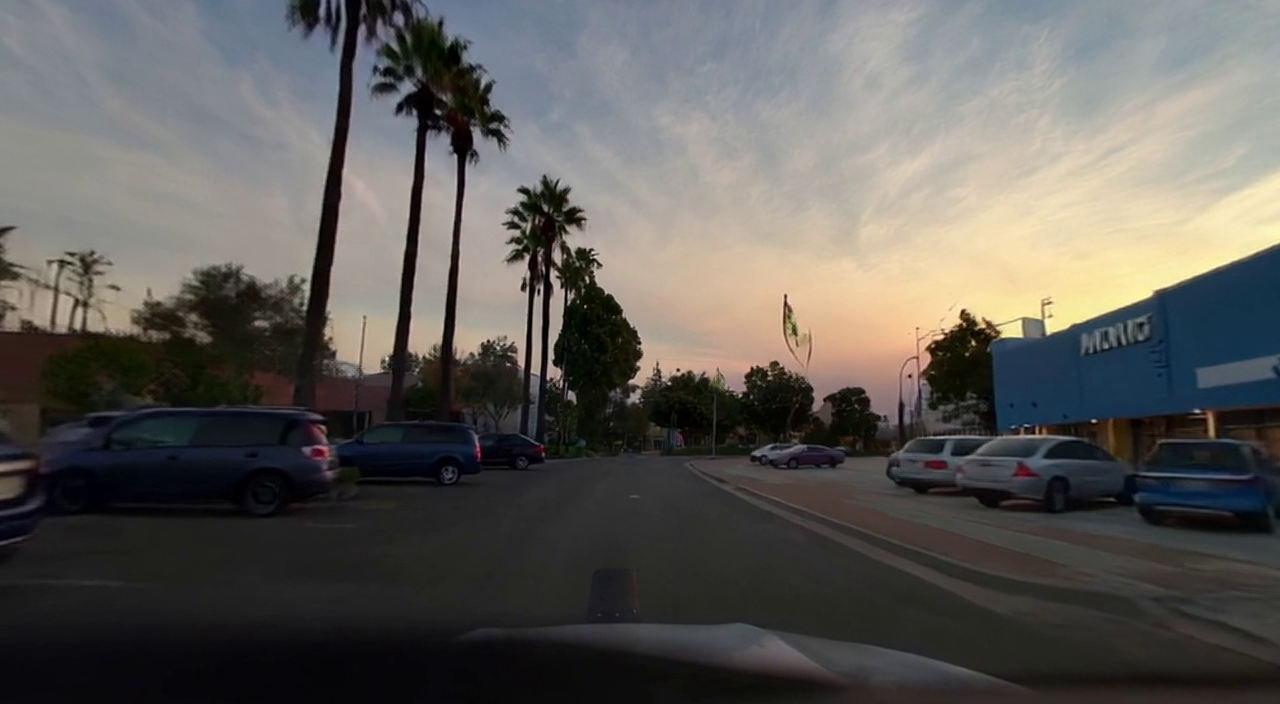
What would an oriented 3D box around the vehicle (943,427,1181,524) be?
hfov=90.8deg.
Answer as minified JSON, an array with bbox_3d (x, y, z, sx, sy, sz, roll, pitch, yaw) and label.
[{"bbox_3d":[9.469,2.674,14.162,4.916,1.814,2.232,5,-10,-28],"label":"vehicle"}]

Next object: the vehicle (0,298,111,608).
[{"bbox_3d":[-6.507,0.554,3.317,5.210,1.834,2.281,5,-10,-28],"label":"vehicle"}]

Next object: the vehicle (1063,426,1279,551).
[{"bbox_3d":[9.850,2.261,11.074,4.509,1.759,2.077,5,-10,-29],"label":"vehicle"}]

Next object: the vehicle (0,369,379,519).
[{"bbox_3d":[-6.539,1.431,9.680,4.302,1.804,2.060,6,-11,-32],"label":"vehicle"}]

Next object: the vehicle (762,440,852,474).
[{"bbox_3d":[9.565,6.046,36.187,4.758,1.759,2.068,6,-11,-27],"label":"vehicle"}]

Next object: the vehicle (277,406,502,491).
[{"bbox_3d":[-6.088,2.388,15.661,4.763,1.801,2.013,6,-11,-34],"label":"vehicle"}]
